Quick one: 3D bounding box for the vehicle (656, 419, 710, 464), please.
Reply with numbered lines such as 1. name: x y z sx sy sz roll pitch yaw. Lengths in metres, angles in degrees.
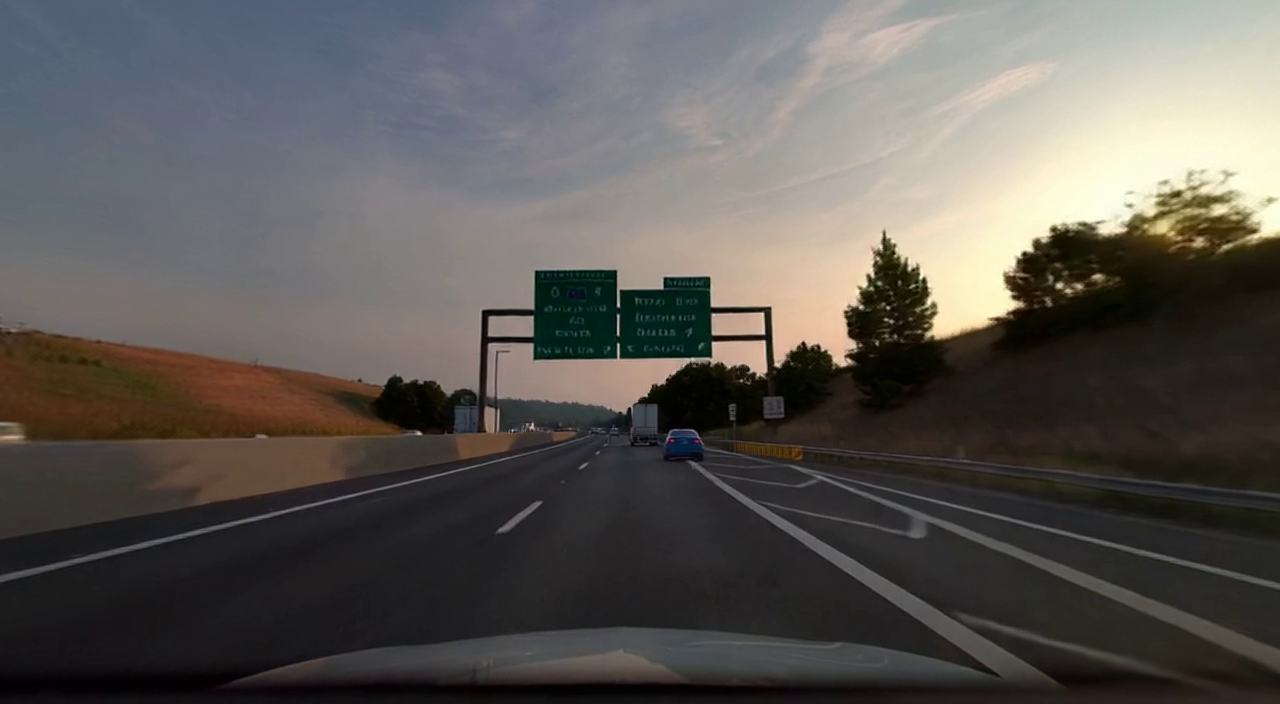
1. vehicle: 1.912 4.186 29.620 2.076 1.914 4.287 0 -8 -2
